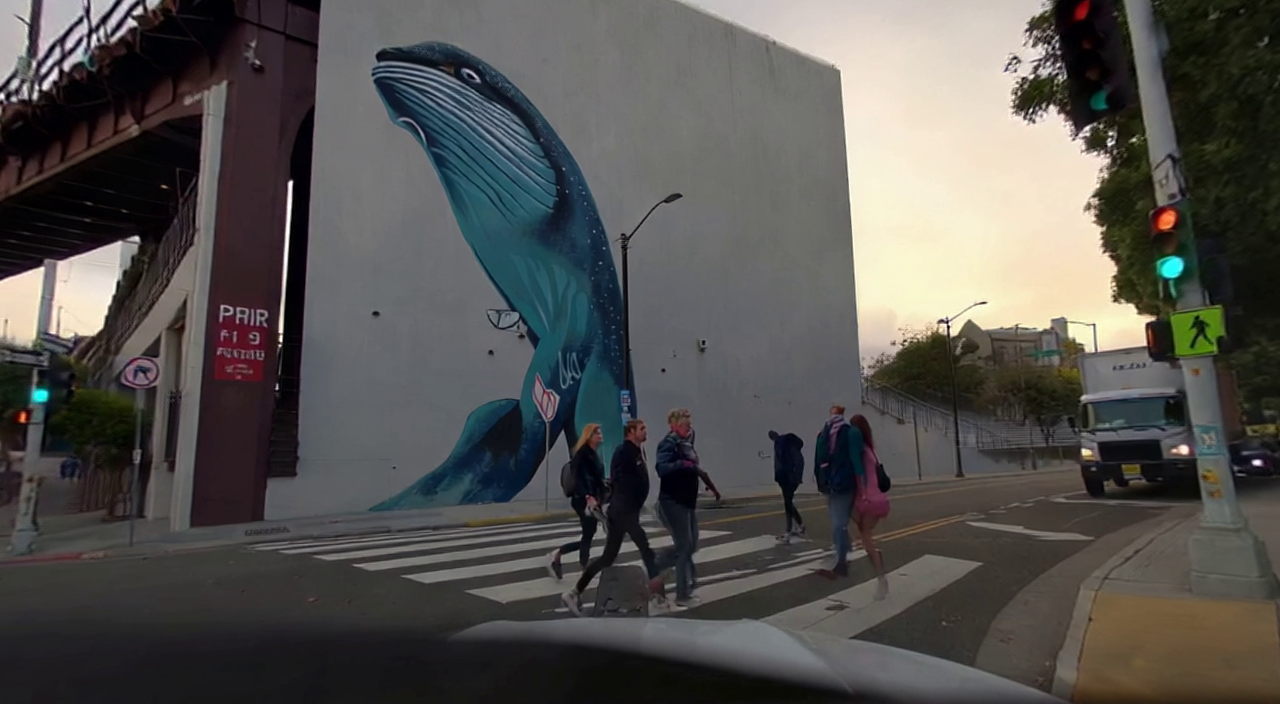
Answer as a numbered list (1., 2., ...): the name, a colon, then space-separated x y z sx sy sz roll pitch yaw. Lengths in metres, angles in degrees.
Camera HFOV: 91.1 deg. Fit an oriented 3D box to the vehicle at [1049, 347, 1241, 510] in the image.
1. vehicle: 15.771 2.397 19.243 9.347 3.893 2.849 7 -11 -42
